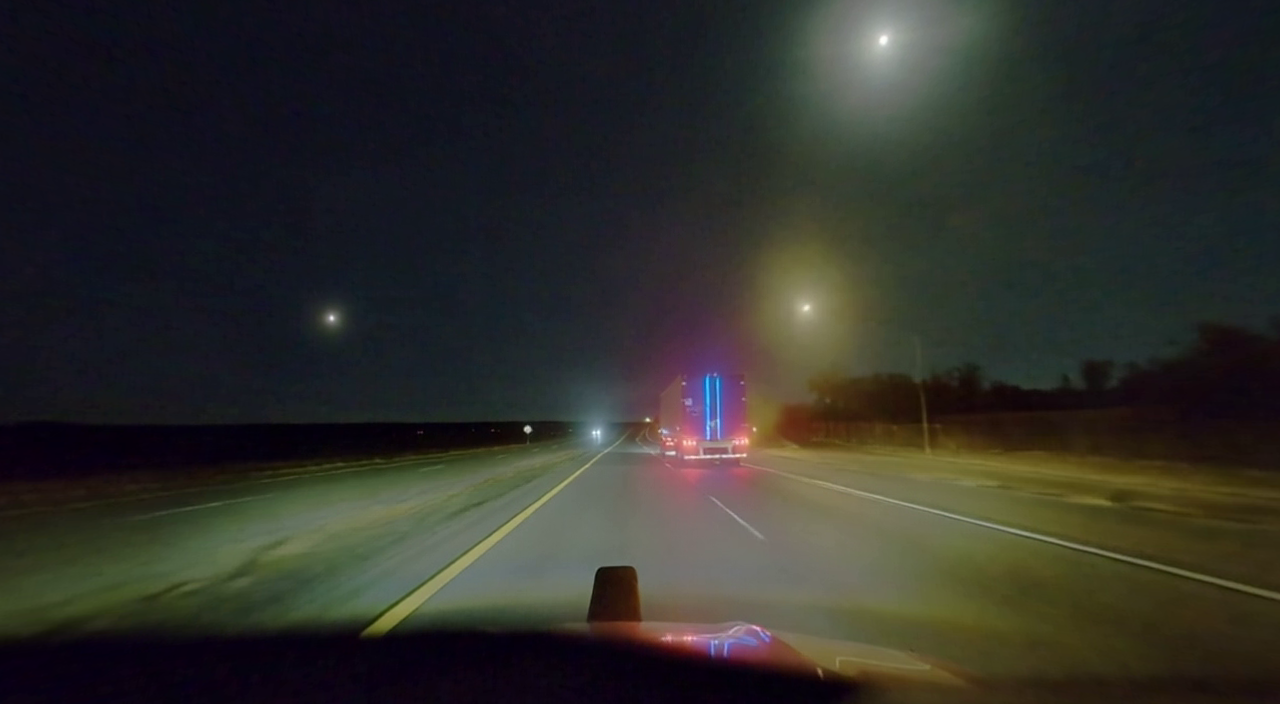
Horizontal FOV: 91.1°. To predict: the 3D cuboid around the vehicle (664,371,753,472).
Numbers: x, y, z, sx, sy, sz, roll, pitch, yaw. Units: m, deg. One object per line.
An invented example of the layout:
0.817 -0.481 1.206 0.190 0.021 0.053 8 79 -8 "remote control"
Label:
2.814 3.233 28.614 2.949 3.877 8.528 0 -8 -1 "vehicle"
